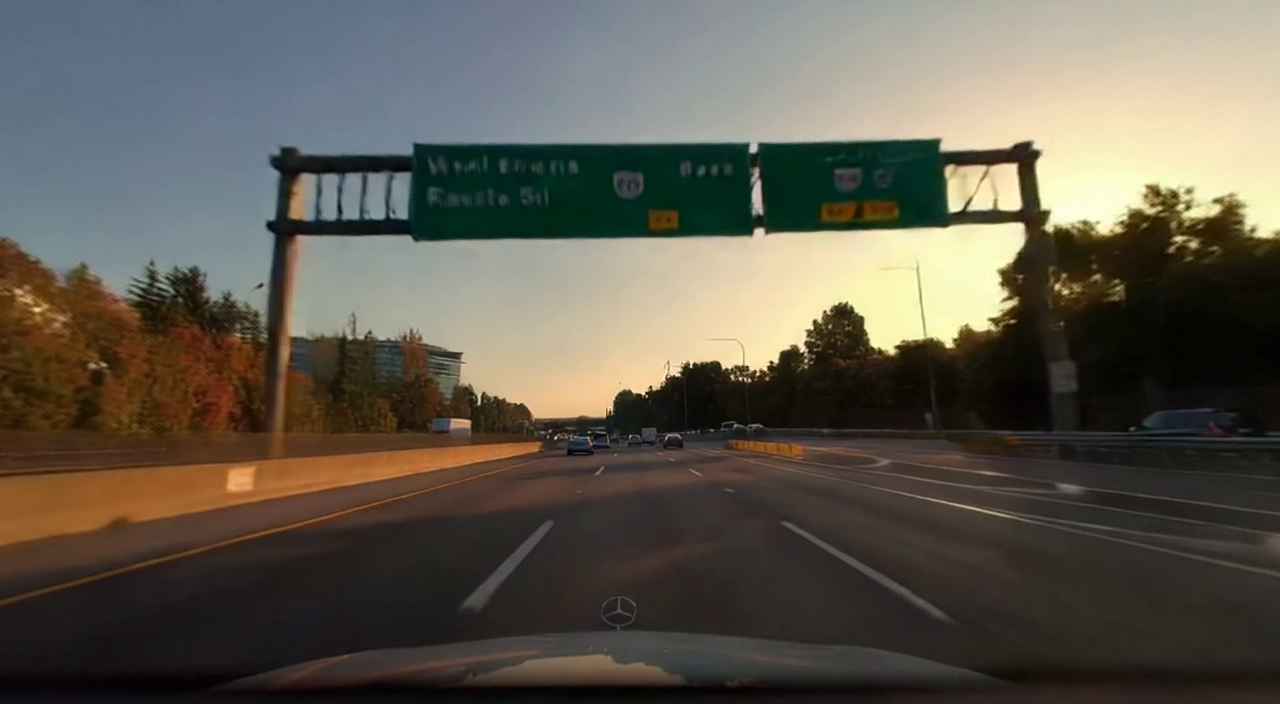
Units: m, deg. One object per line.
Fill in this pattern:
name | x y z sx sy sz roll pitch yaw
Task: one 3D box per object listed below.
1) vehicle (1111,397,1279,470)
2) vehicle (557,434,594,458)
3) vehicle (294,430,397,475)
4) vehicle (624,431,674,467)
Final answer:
vehicle | 22.325 3.290 25.138 2.232 2.540 6.015 0 -8 -1
vehicle | -4.090 6.032 40.496 2.014 1.471 4.380 0 -8 -1
vehicle | -11.925 4.098 25.958 2.083 1.640 4.552 0 -8 -1
vehicle | 0.354 4.423 28.953 2.086 1.554 3.875 0 -8 -2
